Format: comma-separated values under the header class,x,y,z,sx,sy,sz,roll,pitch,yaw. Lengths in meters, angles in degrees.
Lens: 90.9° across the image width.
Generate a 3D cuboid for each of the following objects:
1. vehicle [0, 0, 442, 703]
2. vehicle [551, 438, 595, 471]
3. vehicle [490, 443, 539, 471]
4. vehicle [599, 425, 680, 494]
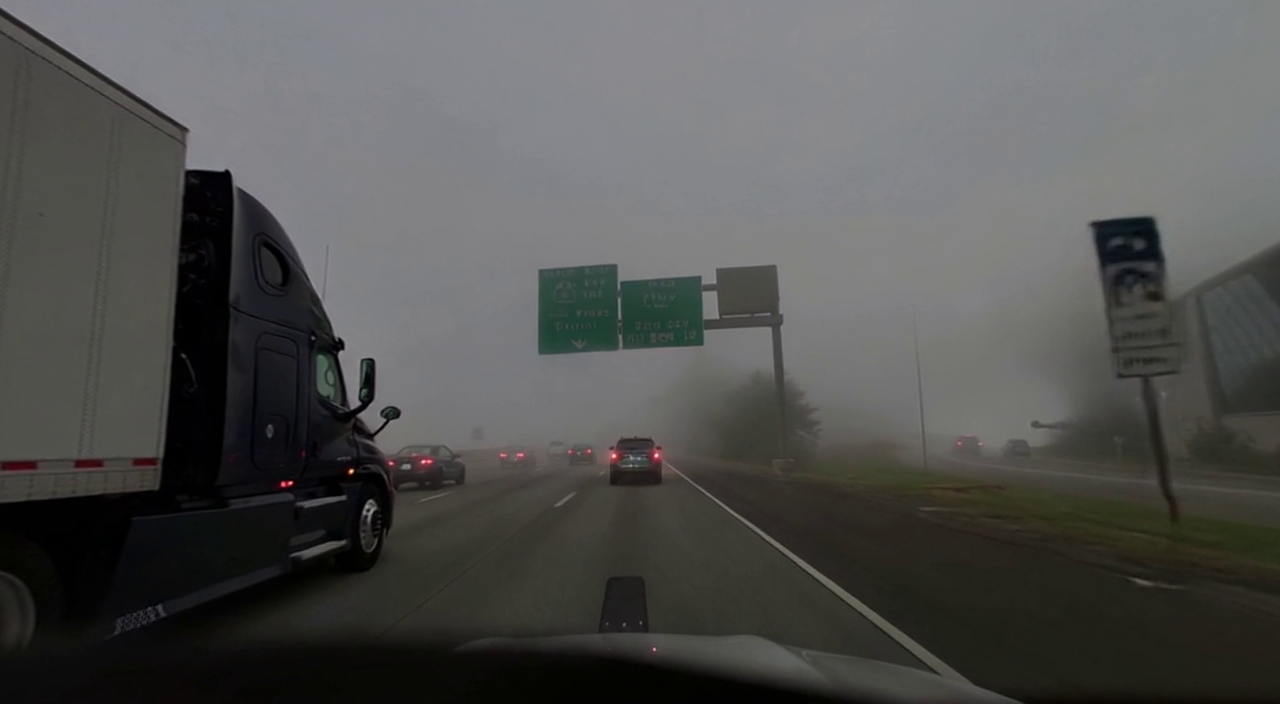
class,x,y,z,sx,sy,sz,roll,pitch,yaw
vehicle,-3.810,-0.418,2.589,2.990,3.885,8.540,0,-9,1
vehicle,-3.591,5.567,34.484,1.952,1.649,4.131,0,-9,1
vehicle,-7.185,6.053,36.562,1.869,1.466,4.217,0,-9,1
vehicle,0.005,3.138,18.664,2.152,1.779,3.924,0,-9,1
